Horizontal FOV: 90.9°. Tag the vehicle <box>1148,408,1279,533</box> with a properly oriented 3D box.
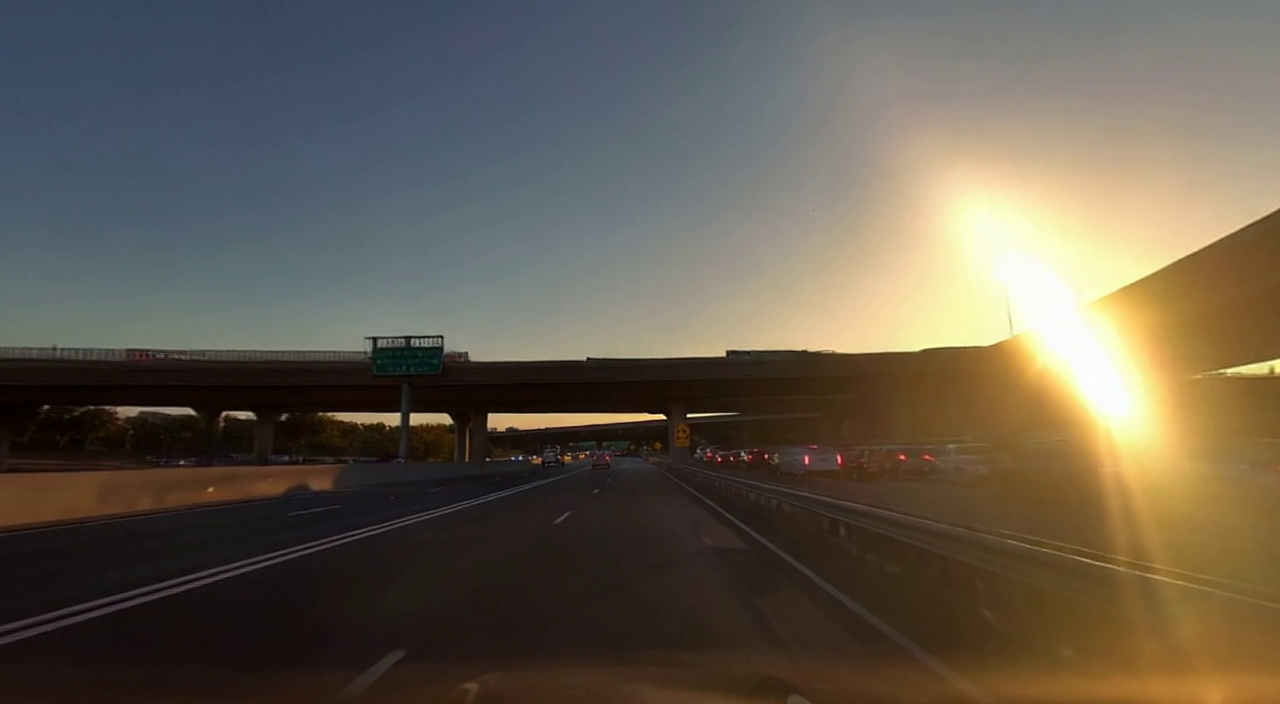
[{"bbox_3d":[18.673,3.439,18.506,2.594,3.362,5.549,0,-9,-1],"label":"vehicle"}]

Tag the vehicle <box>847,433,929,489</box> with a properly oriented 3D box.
[{"bbox_3d":[18.312,8.056,47.222,2.698,3.744,8.974,0,-9,2],"label":"vehicle"}]

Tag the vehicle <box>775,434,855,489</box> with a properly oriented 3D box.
[{"bbox_3d":[12.792,8.102,47.195,2.941,3.578,10.624,0,-9,0],"label":"vehicle"}]

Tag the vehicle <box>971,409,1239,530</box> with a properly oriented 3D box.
[{"bbox_3d":[15.897,4.115,22.907,2.635,3.459,9.104,0,-9,-1],"label":"vehicle"}]
